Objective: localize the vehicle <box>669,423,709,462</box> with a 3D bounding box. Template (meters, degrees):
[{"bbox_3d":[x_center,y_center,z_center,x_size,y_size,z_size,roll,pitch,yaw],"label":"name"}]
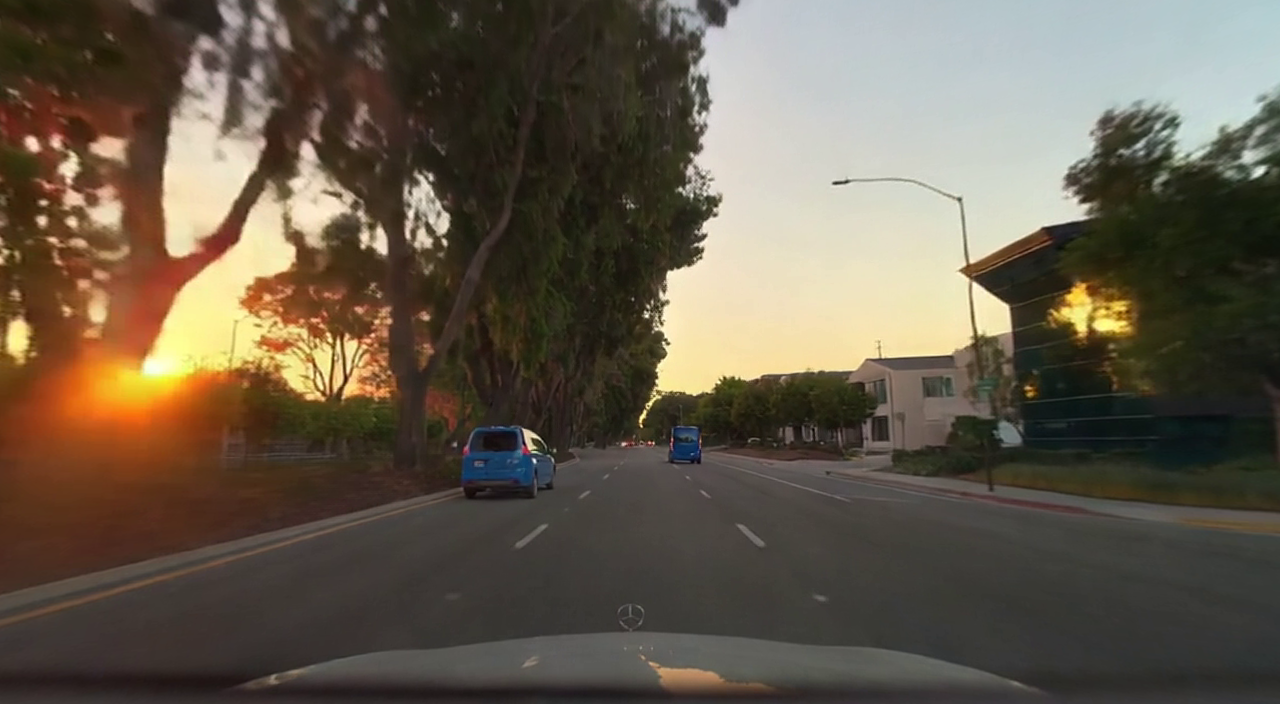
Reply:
[{"bbox_3d":[3.556,6.748,46.967,2.349,2.671,5.744,0,-8,-1],"label":"vehicle"}]

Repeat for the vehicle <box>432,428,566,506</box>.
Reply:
[{"bbox_3d":[-3.192,2.715,15.368,2.129,1.602,4.532,0,-8,1],"label":"vehicle"}]
